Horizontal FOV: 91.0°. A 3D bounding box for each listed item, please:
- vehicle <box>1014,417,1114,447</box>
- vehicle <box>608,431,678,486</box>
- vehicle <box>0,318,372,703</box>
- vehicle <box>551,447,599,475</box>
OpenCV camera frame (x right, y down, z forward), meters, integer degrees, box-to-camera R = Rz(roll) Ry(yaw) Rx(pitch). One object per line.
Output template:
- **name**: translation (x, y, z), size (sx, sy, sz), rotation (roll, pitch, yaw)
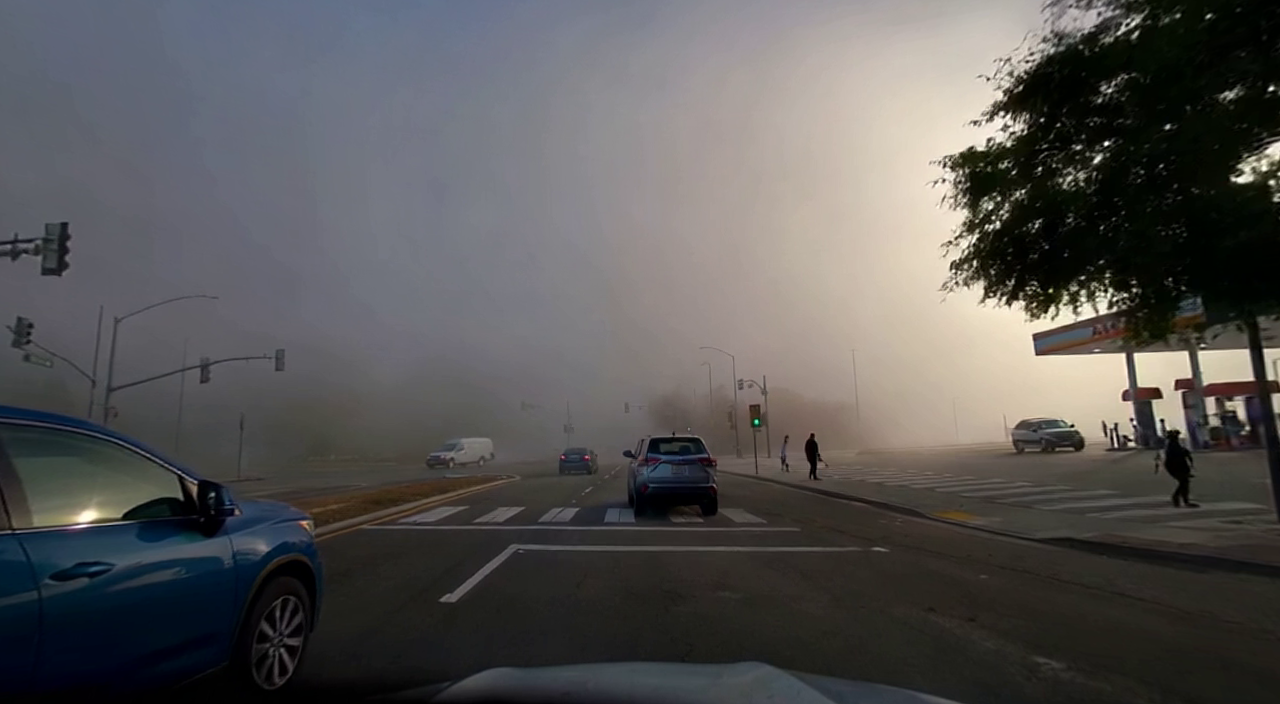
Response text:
- **vehicle**: translation (28.315, 5.392, 42.177), size (5.102, 1.893, 2.120), rotation (0, -9, -1)
- **vehicle**: translation (0.050, 4.314, 25.856), size (2.552, 1.999, 5.498), rotation (0, -8, -1)
- **vehicle**: translation (-3.104, 0.805, 2.156), size (2.247, 1.734, 4.919), rotation (0, -8, -1)
- **vehicle**: translation (-3.668, 6.293, 36.584), size (2.192, 1.458, 4.594), rotation (0, -8, 1)
